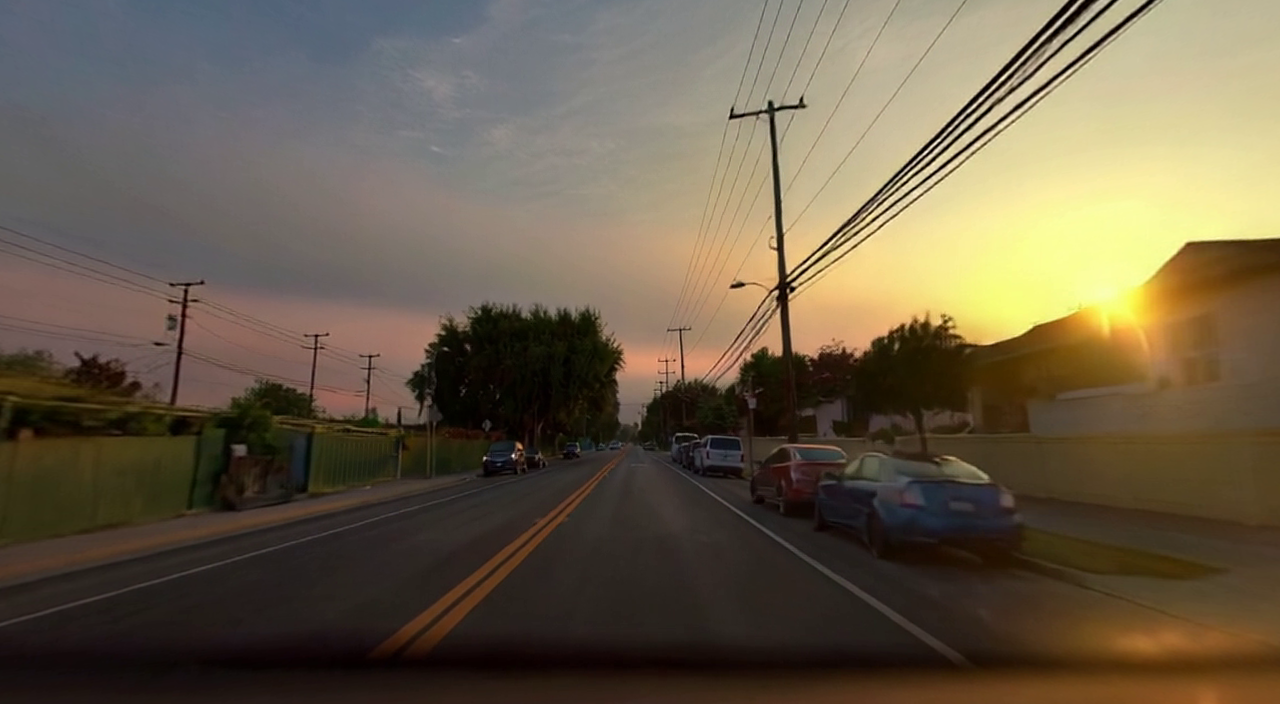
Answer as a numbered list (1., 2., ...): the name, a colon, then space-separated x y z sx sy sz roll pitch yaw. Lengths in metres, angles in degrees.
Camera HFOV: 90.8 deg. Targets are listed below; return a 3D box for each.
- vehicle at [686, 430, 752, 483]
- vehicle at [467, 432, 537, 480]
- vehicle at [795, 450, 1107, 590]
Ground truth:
1. vehicle: 3.255 4.462 27.271 2.053 2.005 5.495 0 -9 -1
2. vehicle: -6.723 5.103 31.431 2.268 2.154 5.321 0 -8 0
3. vehicle: 3.580 1.977 8.319 1.984 1.342 4.066 0 -9 -1
